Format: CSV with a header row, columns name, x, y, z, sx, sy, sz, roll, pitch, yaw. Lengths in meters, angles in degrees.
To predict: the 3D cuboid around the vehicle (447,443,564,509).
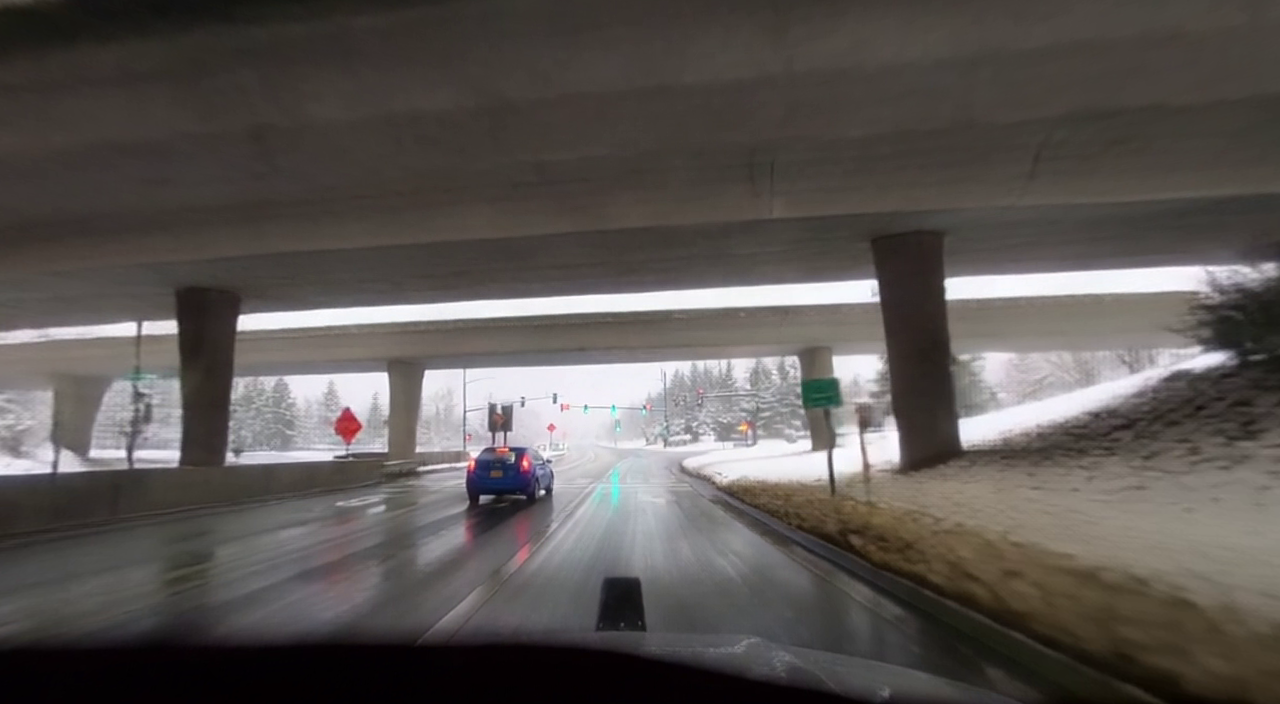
name,x,y,z,sx,sy,sz,roll,pitch,yaw
vehicle,-3.297,3.144,16.512,1.963,1.460,4.614,0,-9,1
